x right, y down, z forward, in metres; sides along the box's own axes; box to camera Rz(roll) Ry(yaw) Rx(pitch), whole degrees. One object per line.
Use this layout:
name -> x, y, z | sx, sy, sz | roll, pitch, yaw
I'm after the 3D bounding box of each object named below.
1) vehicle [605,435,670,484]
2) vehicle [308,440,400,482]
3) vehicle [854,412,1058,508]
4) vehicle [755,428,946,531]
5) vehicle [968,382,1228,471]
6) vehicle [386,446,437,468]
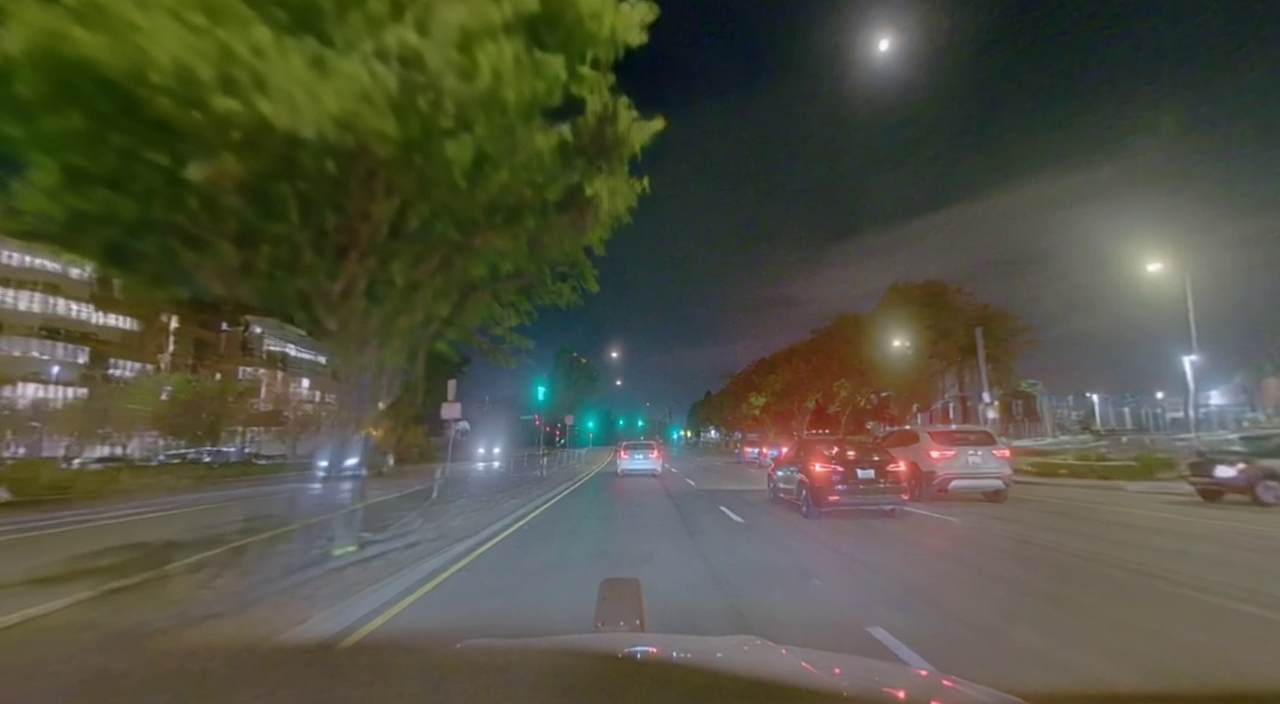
vehicle -> -0.100, 3.539, 21.031 | 1.994, 1.479, 3.647 | 0, -8, -1
vehicle -> -12.513, 4.776, 28.019 | 1.954, 1.689, 4.443 | 0, -8, 0
vehicle -> 6.866, 2.403, 14.472 | 2.134, 1.810, 4.590 | 0, -8, -2
vehicle -> 3.438, 2.155, 11.304 | 1.858, 1.466, 4.230 | 0, -8, -1
vehicle -> 18.996, 3.155, 26.686 | 8.476, 3.508, 3.062 | 0, -8, -1
vehicle -> -16.421, 7.549, 45.666 | 1.983, 1.477, 4.702 | 0, -8, 0
